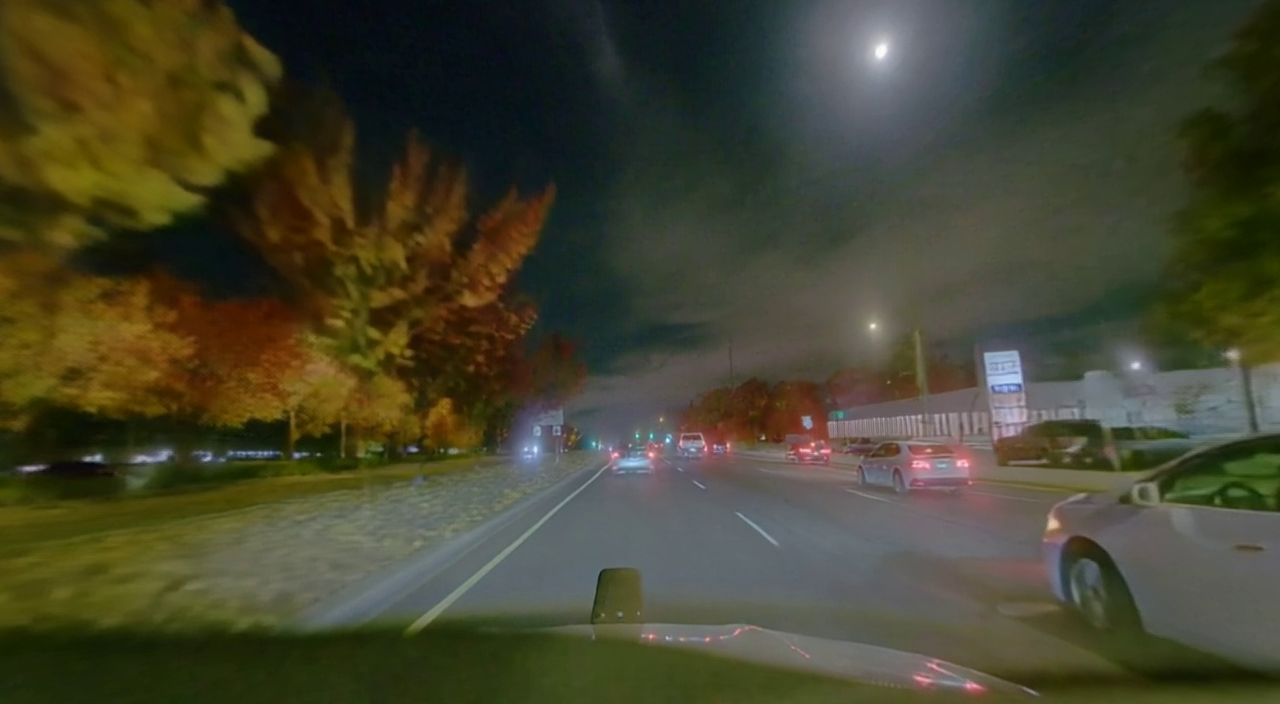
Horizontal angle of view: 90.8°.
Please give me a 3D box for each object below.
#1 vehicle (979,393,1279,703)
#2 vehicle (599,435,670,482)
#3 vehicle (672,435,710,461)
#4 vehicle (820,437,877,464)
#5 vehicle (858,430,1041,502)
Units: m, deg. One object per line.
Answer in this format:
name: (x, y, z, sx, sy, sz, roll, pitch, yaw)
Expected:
vehicle: (3.685, 0.923, 2.621, 2.094, 1.480, 4.323, 0, -8, -1)
vehicle: (-0.201, 3.780, 22.711, 2.289, 1.471, 4.477, 0, -8, -1)
vehicle: (3.468, 6.687, 44.084, 2.188, 1.760, 4.297, 0, -8, -1)
vehicle: (14.608, 6.948, 44.586, 2.205, 1.754, 4.925, 0, -8, -2)
vehicle: (7.334, 2.748, 15.671, 2.111, 1.493, 4.639, 0, -8, -1)
